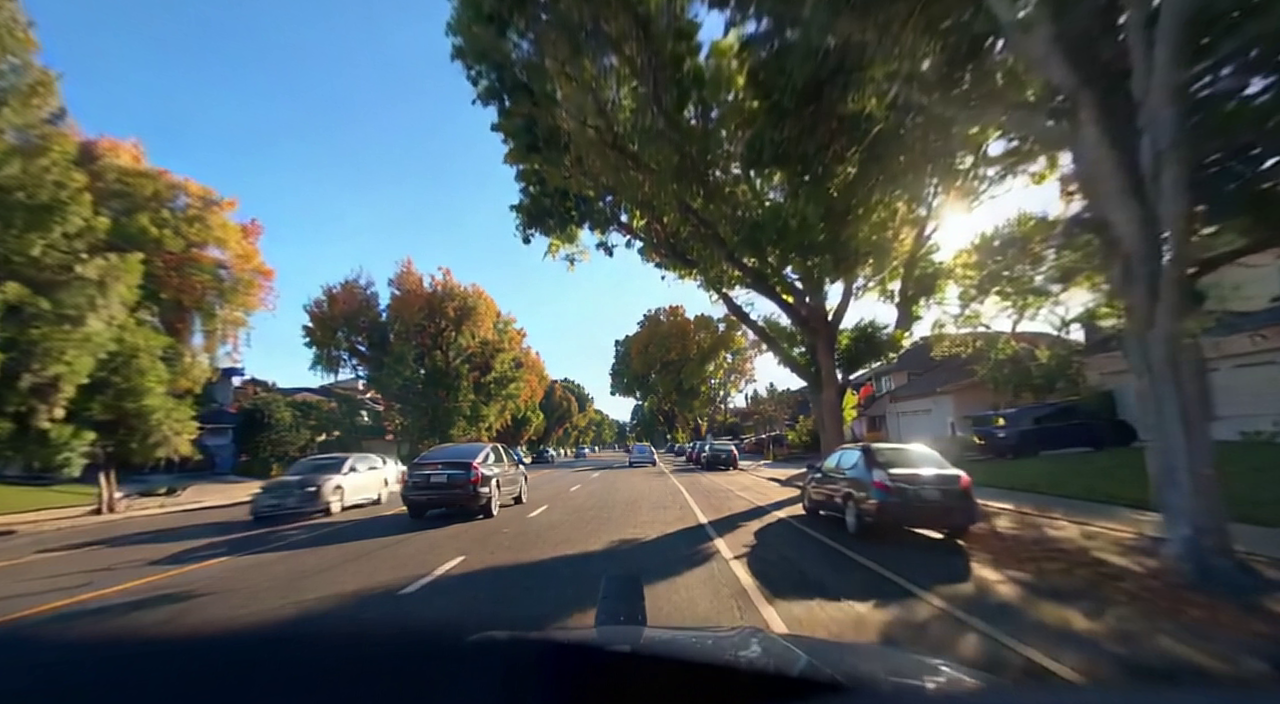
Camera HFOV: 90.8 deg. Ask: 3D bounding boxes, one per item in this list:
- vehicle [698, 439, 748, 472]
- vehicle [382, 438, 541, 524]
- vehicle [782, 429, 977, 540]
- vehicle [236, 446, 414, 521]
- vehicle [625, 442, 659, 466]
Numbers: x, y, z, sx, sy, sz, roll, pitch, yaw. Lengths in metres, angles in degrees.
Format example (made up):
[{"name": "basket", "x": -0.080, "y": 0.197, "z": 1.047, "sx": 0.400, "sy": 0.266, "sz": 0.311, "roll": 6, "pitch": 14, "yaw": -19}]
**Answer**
[{"name": "vehicle", "x": 4.504, "y": 5.707, "z": 35.083, "sx": 2.045, "sy": 1.702, "sz": 4.916, "roll": 0, "pitch": -8, "yaw": -1}, {"name": "vehicle", "x": -3.474, "y": 2.585, "z": 13.314, "sx": 2.027, "sy": 1.477, "sz": 4.413, "roll": 0, "pitch": -8, "yaw": 0}, {"name": "vehicle", "x": 3.941, "y": 2.225, "z": 11.266, "sx": 1.897, "sy": 1.589, "sz": 4.053, "roll": 0, "pitch": -8, "yaw": 0}, {"name": "vehicle", "x": -7.249, "y": 3.027, "z": 15.165, "sx": 1.957, "sy": 1.488, "sz": 4.264, "roll": -1, "pitch": -8, "yaw": 2}, {"name": "vehicle", "x": 0.180, "y": 6.589, "z": 41.088, "sx": 2.088, "sy": 1.495, "sz": 4.048, "roll": 0, "pitch": -8, "yaw": 1}]
